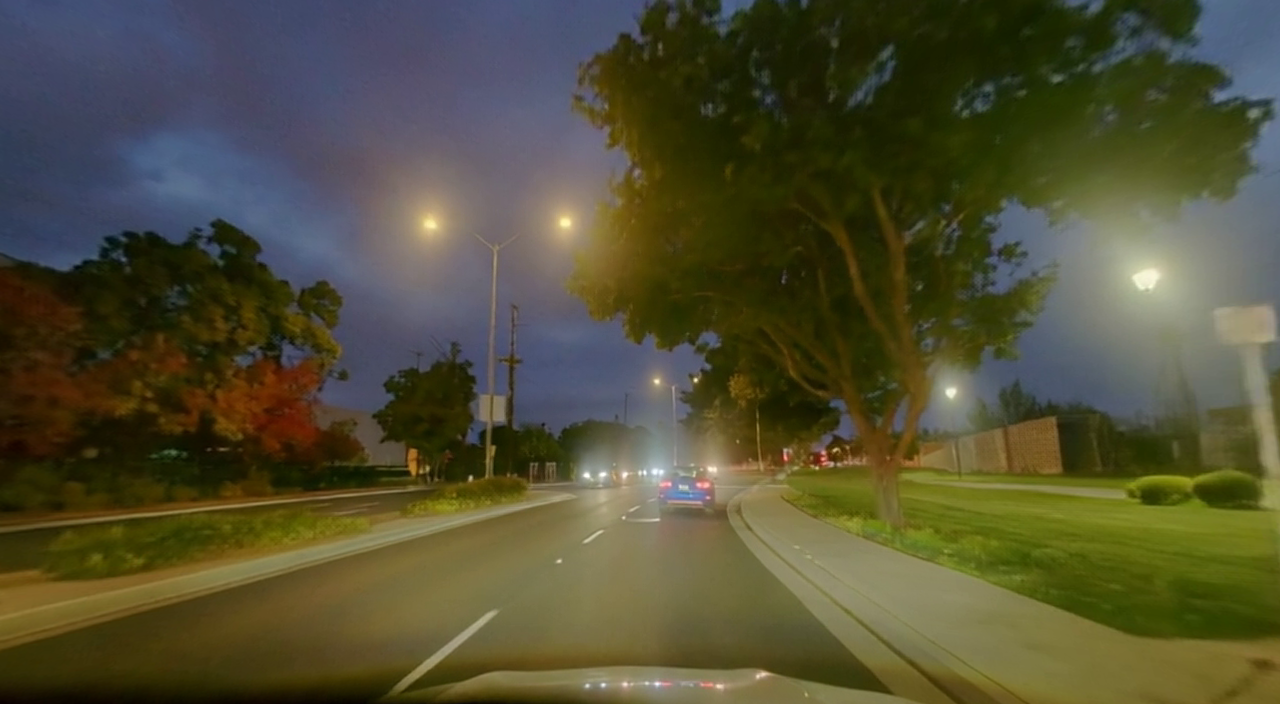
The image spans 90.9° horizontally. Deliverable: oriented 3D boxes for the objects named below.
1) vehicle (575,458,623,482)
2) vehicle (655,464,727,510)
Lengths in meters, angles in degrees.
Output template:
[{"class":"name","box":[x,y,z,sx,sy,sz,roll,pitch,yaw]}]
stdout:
[{"class":"vehicle","box":[-2.647,7.877,42.068,1.870,1.518,4.390,-2,-11,15]},{"class":"vehicle","box":[1.790,4.307,20.438,1.972,1.250,5.282,-1,-11,8]}]
